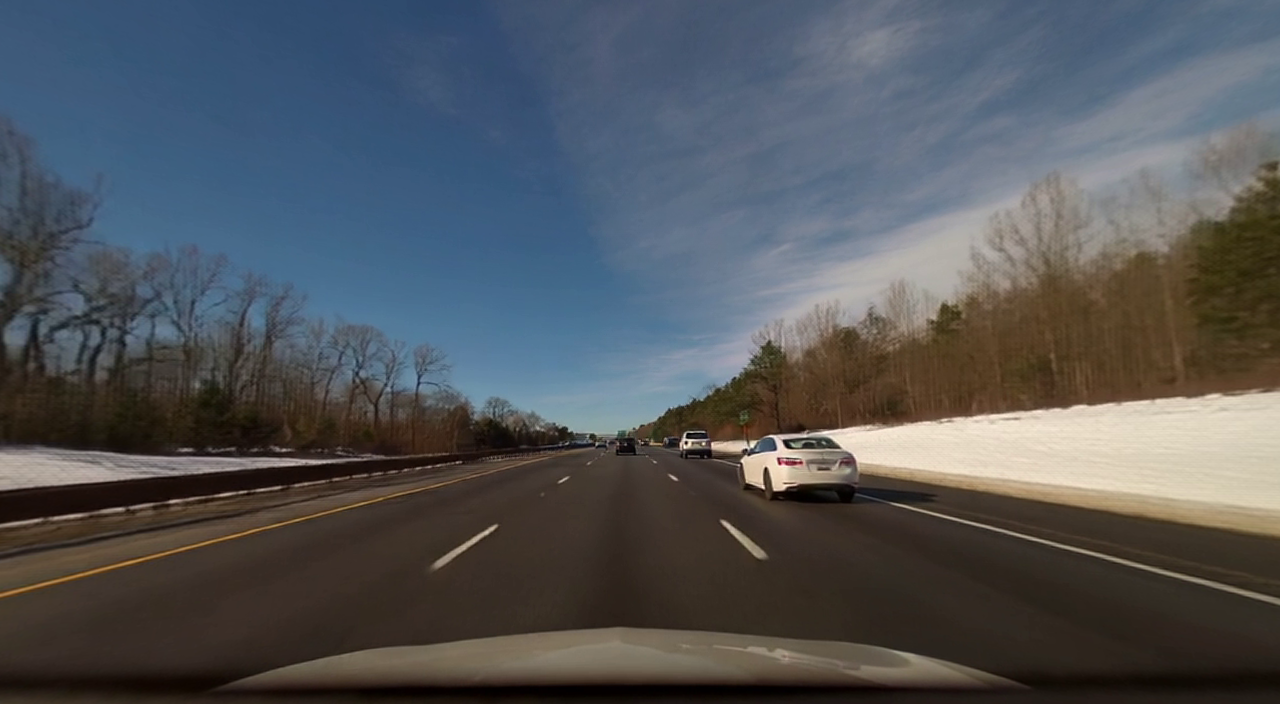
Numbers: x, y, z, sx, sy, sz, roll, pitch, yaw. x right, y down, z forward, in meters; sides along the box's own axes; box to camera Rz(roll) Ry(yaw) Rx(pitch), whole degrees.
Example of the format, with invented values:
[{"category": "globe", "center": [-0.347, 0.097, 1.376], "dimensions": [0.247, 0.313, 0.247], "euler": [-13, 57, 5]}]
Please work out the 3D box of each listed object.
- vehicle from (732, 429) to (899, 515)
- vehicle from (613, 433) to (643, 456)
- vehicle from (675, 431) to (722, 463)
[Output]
[{"category": "vehicle", "center": [3.430, 2.424, 13.395], "dimensions": [2.056, 1.479, 4.660], "euler": [0, -8, -2]}, {"category": "vehicle", "center": [-0.958, 7.001, 47.712], "dimensions": [2.182, 1.680, 4.253], "euler": [0, -8, -2]}, {"category": "vehicle", "center": [3.245, 5.352, 35.601], "dimensions": [2.098, 1.677, 4.275], "euler": [0, -8, -2]}]
